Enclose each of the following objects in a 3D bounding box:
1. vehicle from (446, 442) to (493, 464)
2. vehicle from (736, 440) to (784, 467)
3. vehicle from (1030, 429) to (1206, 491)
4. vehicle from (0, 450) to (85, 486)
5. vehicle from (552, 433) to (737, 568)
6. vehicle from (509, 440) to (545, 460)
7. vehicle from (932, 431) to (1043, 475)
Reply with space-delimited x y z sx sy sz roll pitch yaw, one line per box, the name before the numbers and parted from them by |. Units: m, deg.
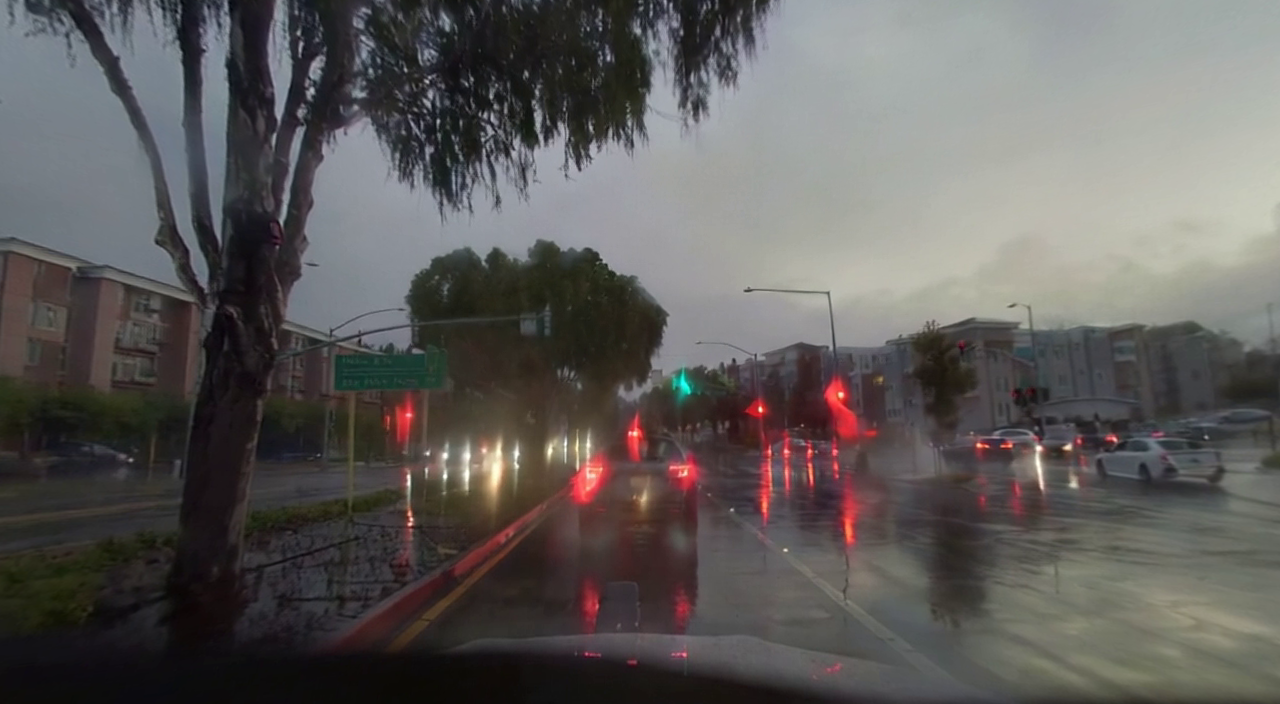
vehicle | -12.244 7.266 45.584 2.125 1.495 4.308 0 -9 1
vehicle | 7.005 5.951 37.068 1.932 1.439 4.159 0 -9 -1
vehicle | 13.071 2.980 17.591 1.859 1.525 3.948 0 -9 1
vehicle | -27.384 5.083 27.762 1.773 1.438 4.268 0 -9 2
vehicle | -0.057 1.932 8.998 2.010 1.447 4.121 0 -9 -3
vehicle | -8.844 7.739 49.692 1.994 1.474 4.411 0 -9 1
vehicle | 13.079 3.830 24.023 1.887 1.504 3.898 0 -9 -2
